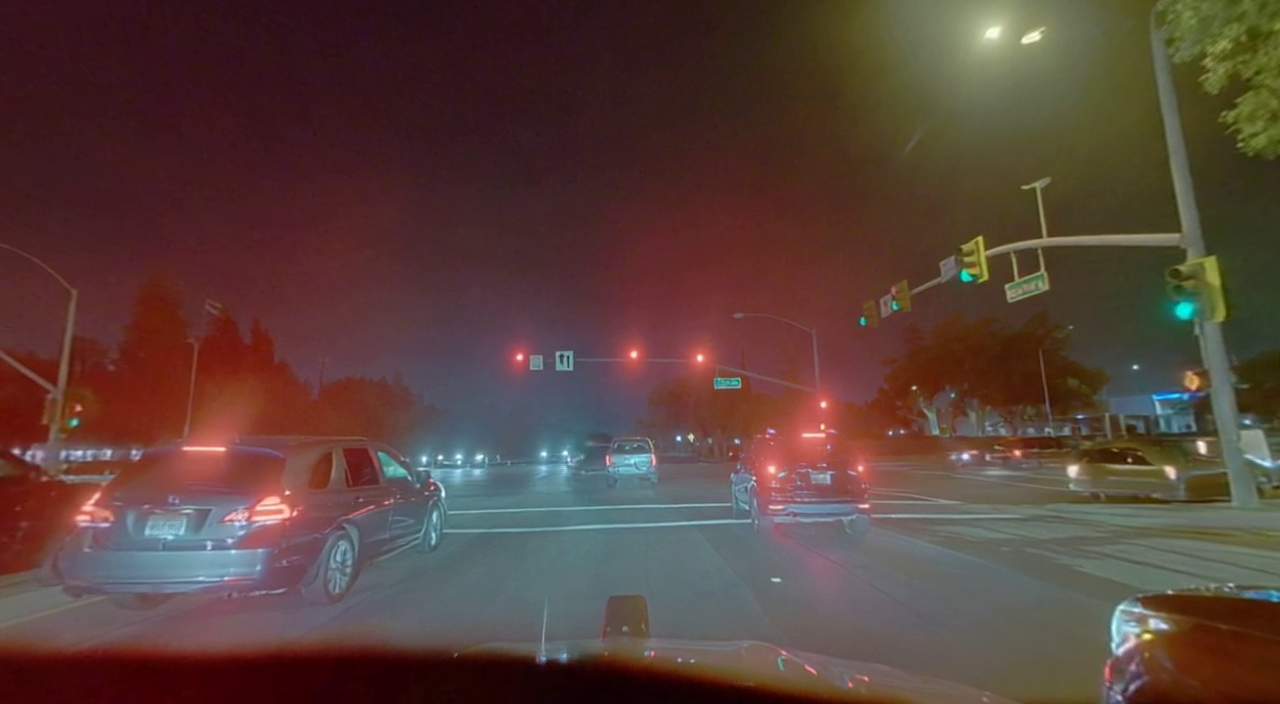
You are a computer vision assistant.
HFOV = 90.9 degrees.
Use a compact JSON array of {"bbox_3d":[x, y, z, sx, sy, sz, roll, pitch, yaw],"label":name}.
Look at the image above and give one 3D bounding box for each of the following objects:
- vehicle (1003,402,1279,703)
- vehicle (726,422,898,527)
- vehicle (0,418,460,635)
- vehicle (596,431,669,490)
[{"bbox_3d":[3.147,0.814,1.510,1.960,1.460,4.233,0,-8,-1],"label":"vehicle"},{"bbox_3d":[3.171,2.361,12.746,2.097,1.707,4.461,0,-8,-1],"label":"vehicle"},{"bbox_3d":[-3.539,1.540,6.643,1.941,1.492,4.399,0,-8,1],"label":"vehicle"},{"bbox_3d":[-0.198,3.556,21.019,2.215,1.749,3.976,0,-8,1],"label":"vehicle"}]
